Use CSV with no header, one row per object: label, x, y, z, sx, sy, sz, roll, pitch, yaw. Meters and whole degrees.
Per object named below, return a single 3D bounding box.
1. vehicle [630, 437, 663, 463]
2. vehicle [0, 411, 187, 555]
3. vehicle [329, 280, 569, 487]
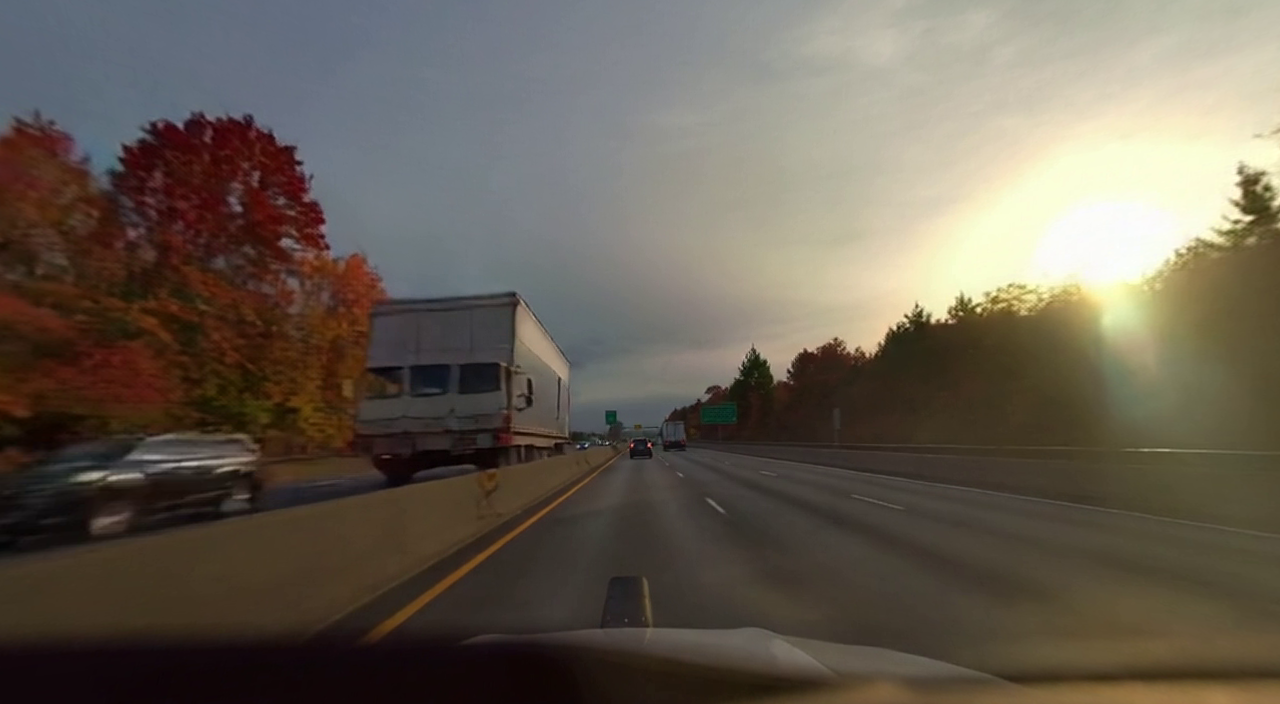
vehicle,0.395,6.108,39.367,1.924,1.498,3.817,0,-8,0
vehicle,-8.292,1.601,7.902,1.974,1.631,4.232,0,-8,0
vehicle,-4.207,1.378,17.598,3.120,3.936,11.480,0,-8,0
